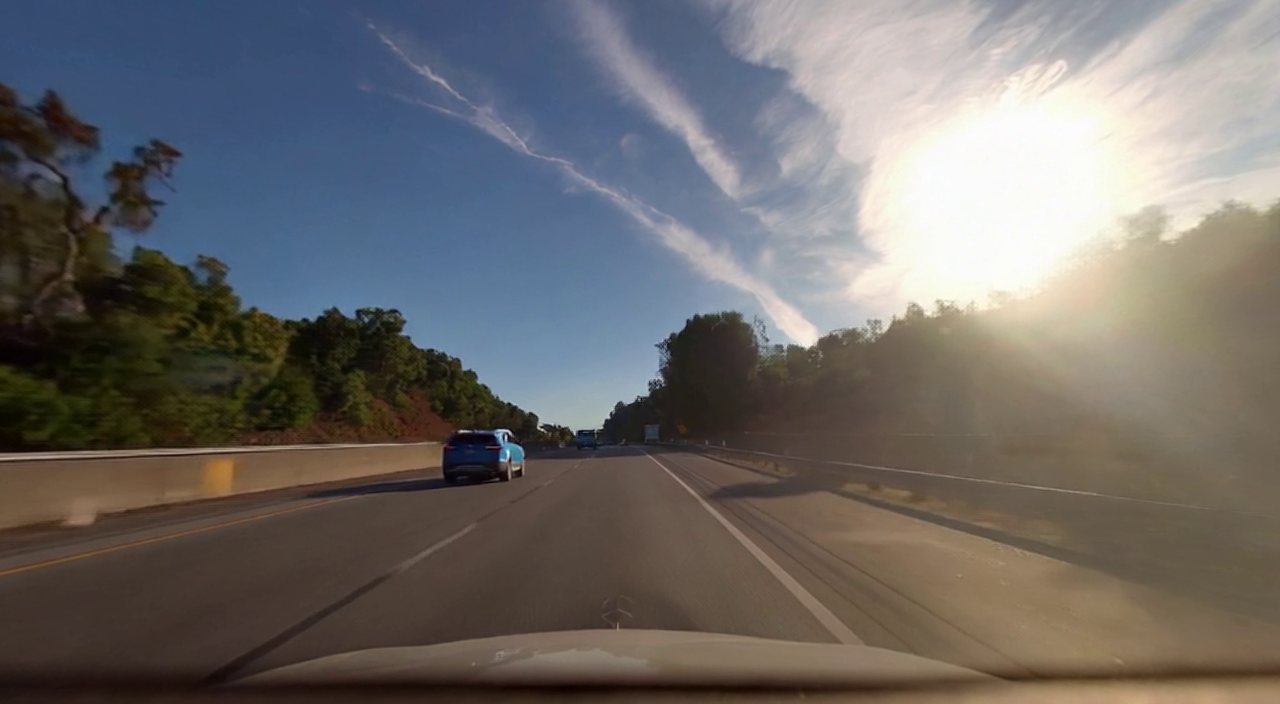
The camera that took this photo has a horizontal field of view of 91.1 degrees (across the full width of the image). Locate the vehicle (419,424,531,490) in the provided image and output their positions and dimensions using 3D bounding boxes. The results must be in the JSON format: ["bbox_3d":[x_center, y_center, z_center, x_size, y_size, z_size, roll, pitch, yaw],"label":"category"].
[{"bbox_3d":[-4.581,2.973,18.241,2.070,1.647,4.577,0,-8,-1],"label":"vehicle"}]
